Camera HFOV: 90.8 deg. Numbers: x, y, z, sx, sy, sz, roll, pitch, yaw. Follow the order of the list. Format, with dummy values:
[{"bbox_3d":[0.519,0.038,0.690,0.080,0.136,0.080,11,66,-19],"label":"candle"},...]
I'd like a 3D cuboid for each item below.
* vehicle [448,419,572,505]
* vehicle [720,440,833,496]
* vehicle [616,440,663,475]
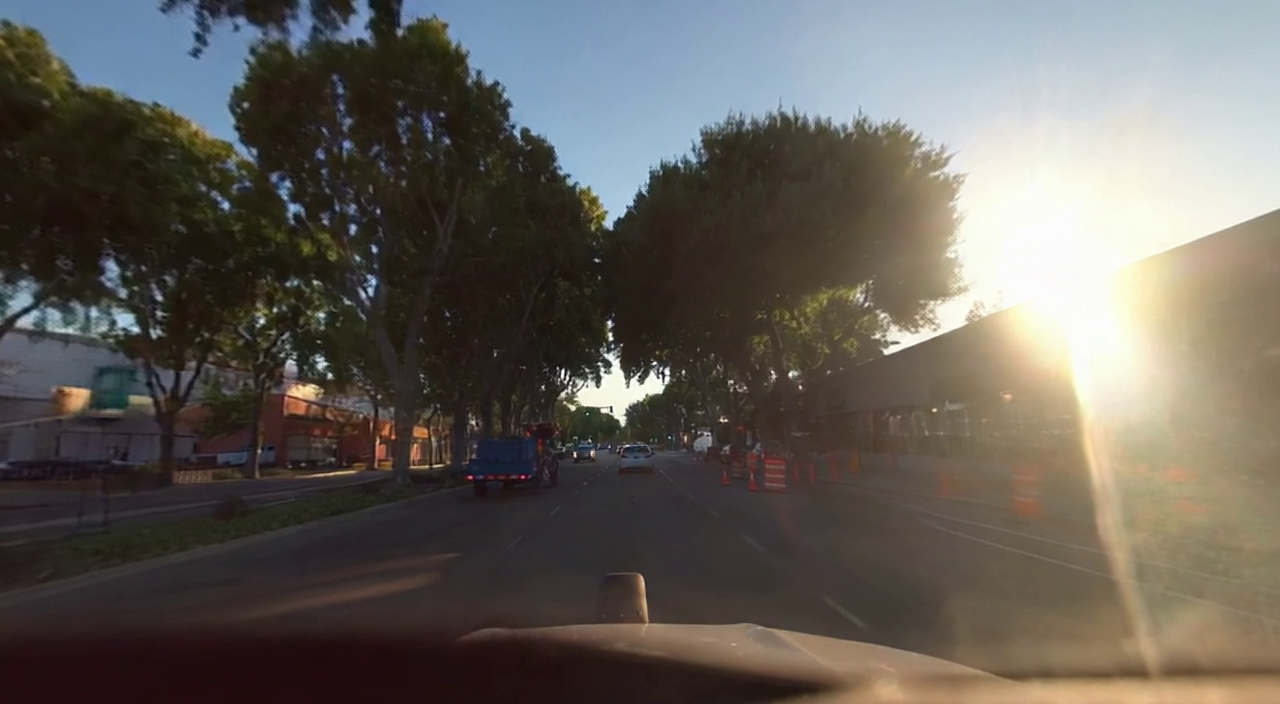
[{"bbox_3d":[-3.454,3.093,18.244,2.424,2.063,5.678,0,-9,-1],"label":"vehicle"},{"bbox_3d":[4.298,3.726,20.782,2.082,1.601,4.451,1,-9,-10],"label":"vehicle"},{"bbox_3d":[-0.070,5.748,34.680,2.413,1.748,4.406,0,-8,-1],"label":"vehicle"}]
